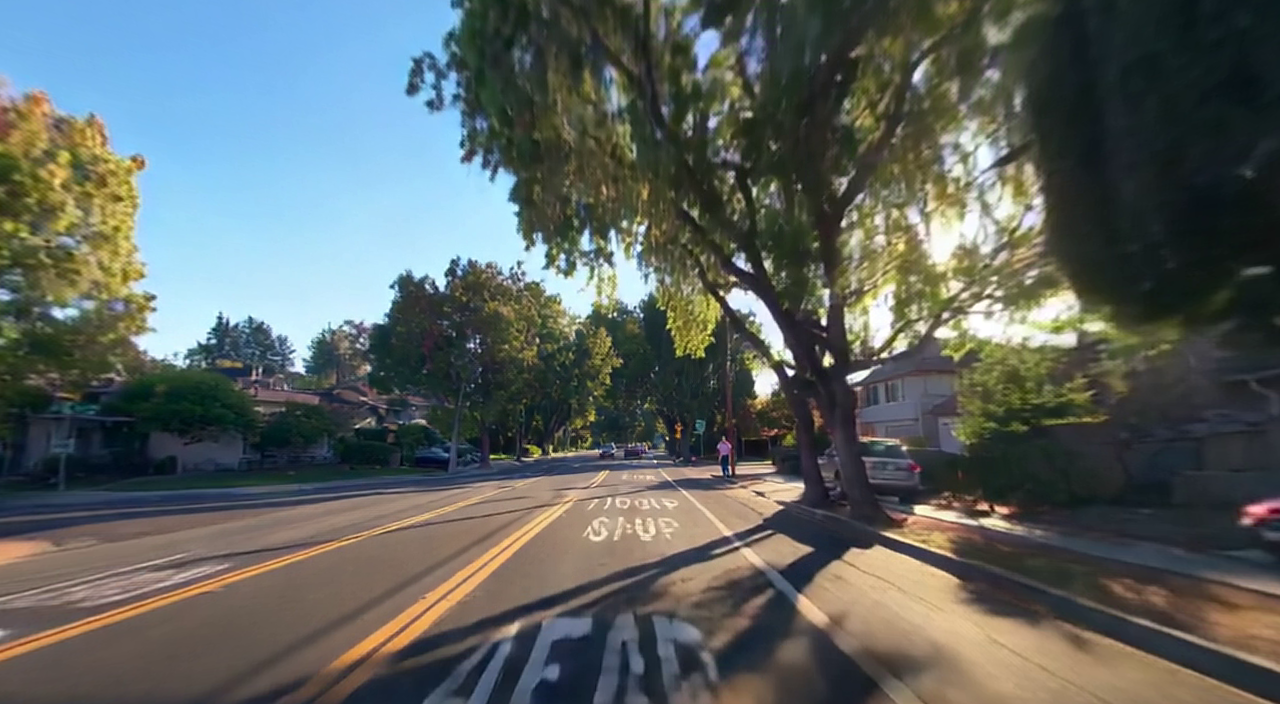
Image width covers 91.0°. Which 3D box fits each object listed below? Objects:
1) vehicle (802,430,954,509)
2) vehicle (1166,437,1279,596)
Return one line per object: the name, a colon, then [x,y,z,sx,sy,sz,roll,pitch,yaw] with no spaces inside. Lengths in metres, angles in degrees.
vehicle: [5.862,2.954,16.285,2.096,1.713,4.606,0,-9,0]
vehicle: [8.219,1.556,5.994,4.438,1.466,1.943,-1,-9,9]
